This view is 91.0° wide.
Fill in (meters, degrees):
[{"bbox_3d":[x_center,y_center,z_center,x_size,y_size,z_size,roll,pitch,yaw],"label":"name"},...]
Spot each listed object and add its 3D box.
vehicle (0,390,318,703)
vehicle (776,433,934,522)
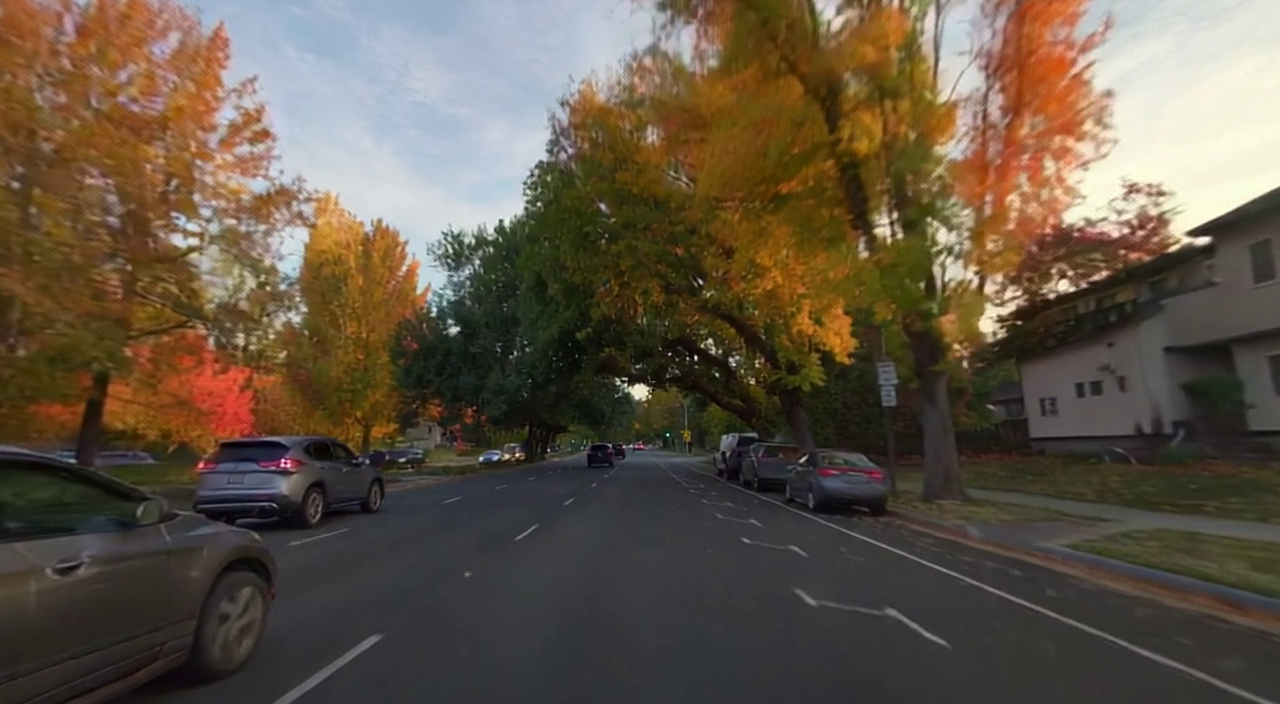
[{"bbox_3d":[-3.208,0.843,1.985,1.982,1.478,4.465,0,-9,0],"label":"vehicle"},{"bbox_3d":[4.599,2.751,14.318,1.950,1.668,4.414,1,-9,-1],"label":"vehicle"}]
